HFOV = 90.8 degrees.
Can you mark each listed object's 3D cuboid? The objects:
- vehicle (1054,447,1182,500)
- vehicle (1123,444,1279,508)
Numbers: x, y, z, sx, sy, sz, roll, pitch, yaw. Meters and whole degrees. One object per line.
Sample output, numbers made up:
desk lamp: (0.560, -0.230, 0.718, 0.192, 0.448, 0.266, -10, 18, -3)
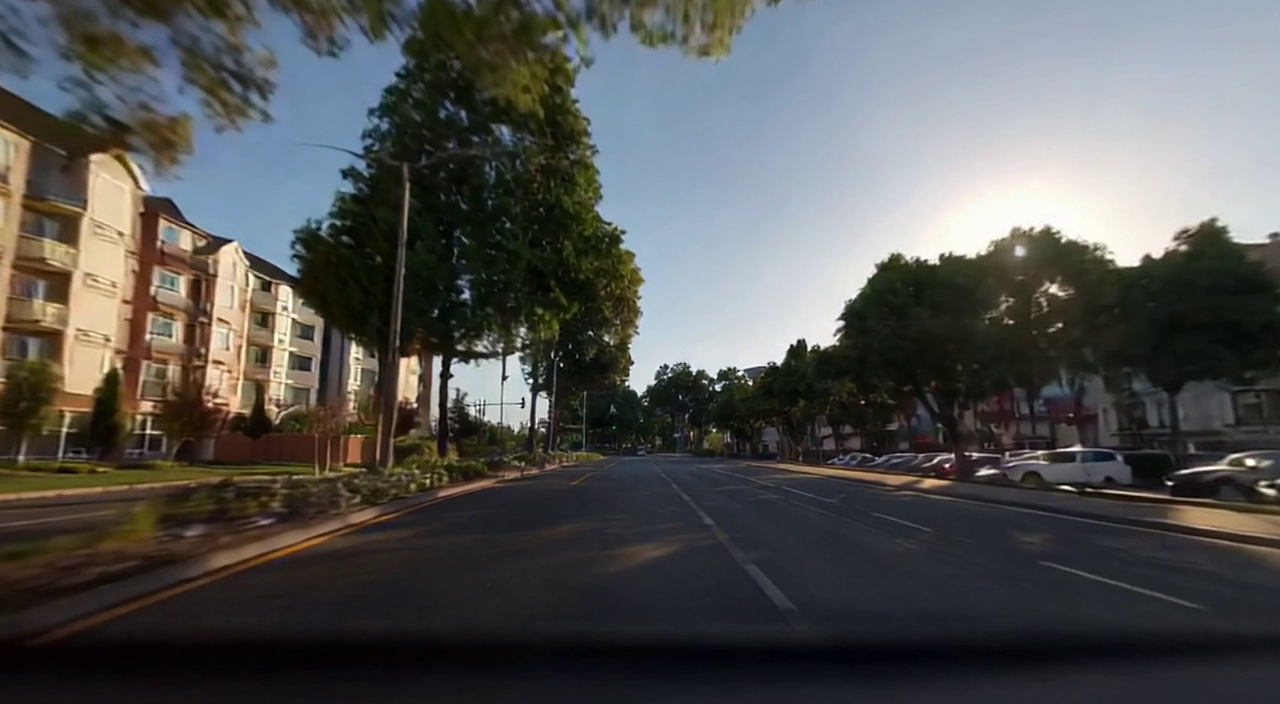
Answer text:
vehicle: (16.676, 4.137, 22.004, 4.375, 1.652, 1.983, 5, -10, -32)
vehicle: (17.170, 3.679, 19.192, 4.669, 1.676, 2.192, 5, -11, -30)
